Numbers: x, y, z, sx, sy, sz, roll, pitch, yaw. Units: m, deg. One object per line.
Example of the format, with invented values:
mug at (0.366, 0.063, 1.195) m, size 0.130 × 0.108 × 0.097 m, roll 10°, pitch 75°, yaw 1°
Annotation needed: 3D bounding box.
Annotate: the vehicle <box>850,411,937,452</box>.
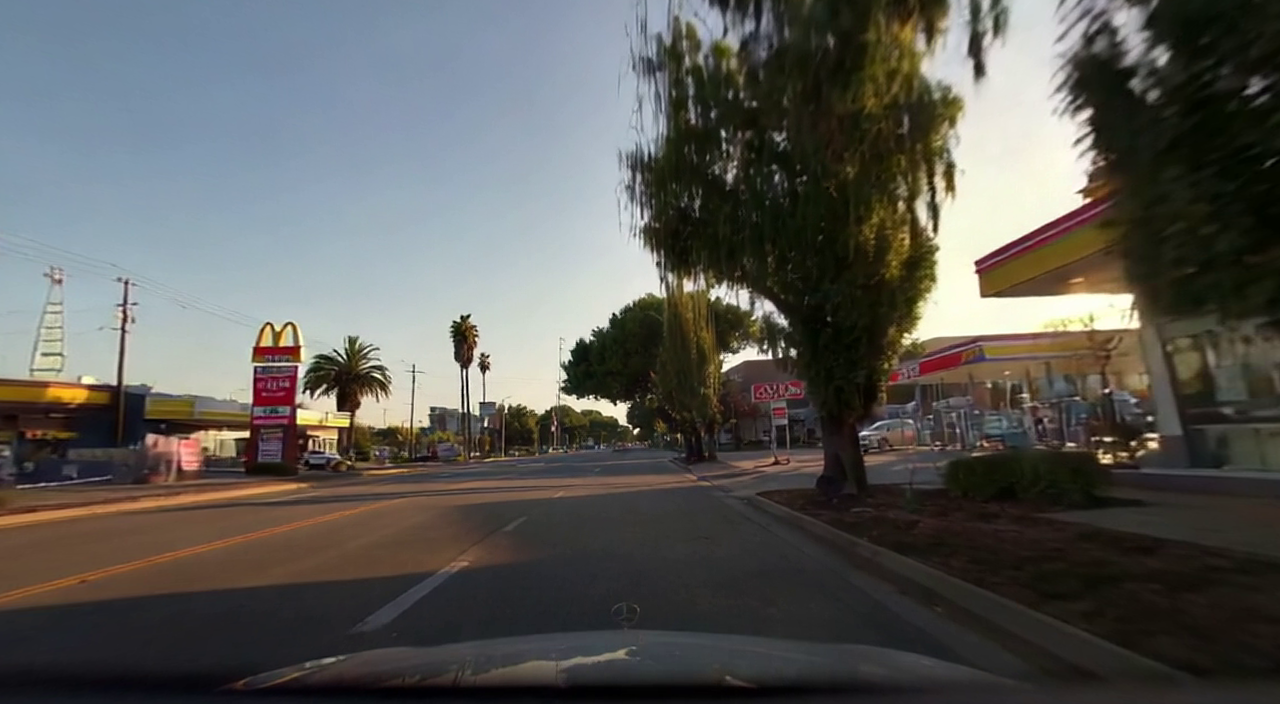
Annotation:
vehicle at (16.026, 5.075, 39.661) m, size 5.529 × 2.395 × 2.399 m, roll 6°, pitch -10°, yaw -35°
